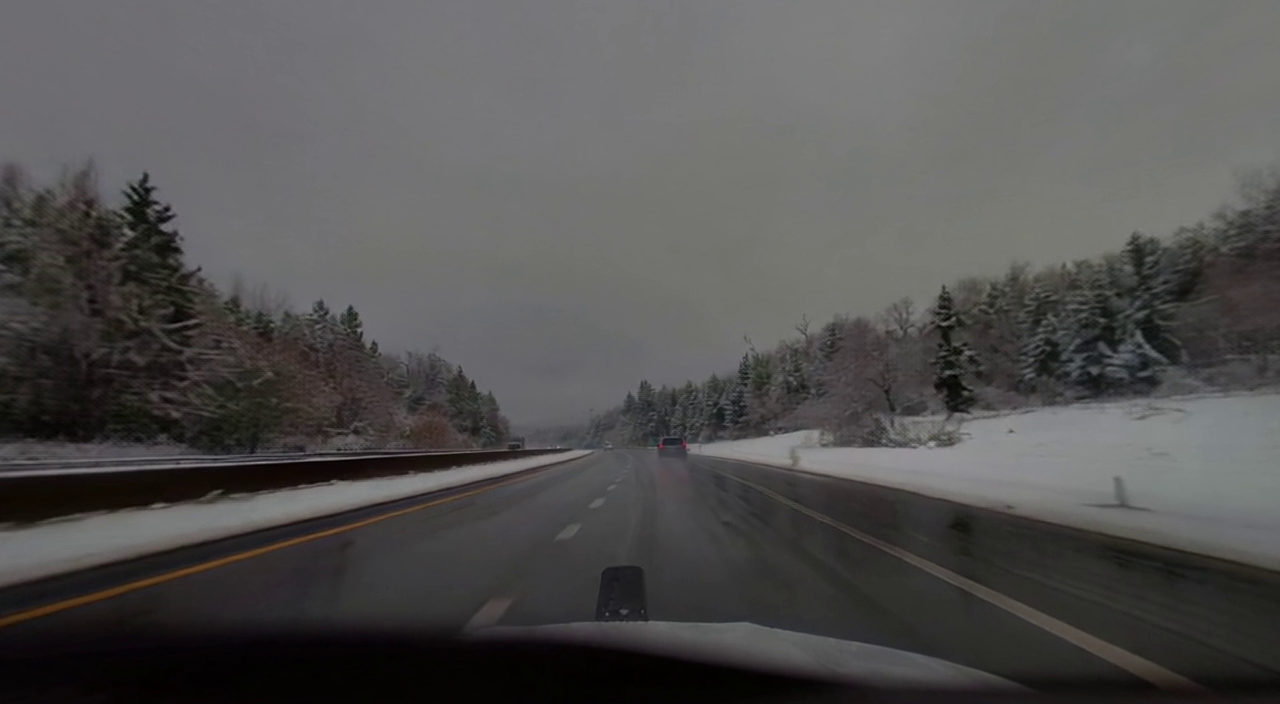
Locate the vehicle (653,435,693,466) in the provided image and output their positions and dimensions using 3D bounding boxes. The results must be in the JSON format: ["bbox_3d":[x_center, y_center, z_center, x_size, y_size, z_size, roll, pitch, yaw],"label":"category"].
[{"bbox_3d":[1.923,5.870,37.698,2.079,1.729,4.380,0,-8,-1],"label":"vehicle"}]
